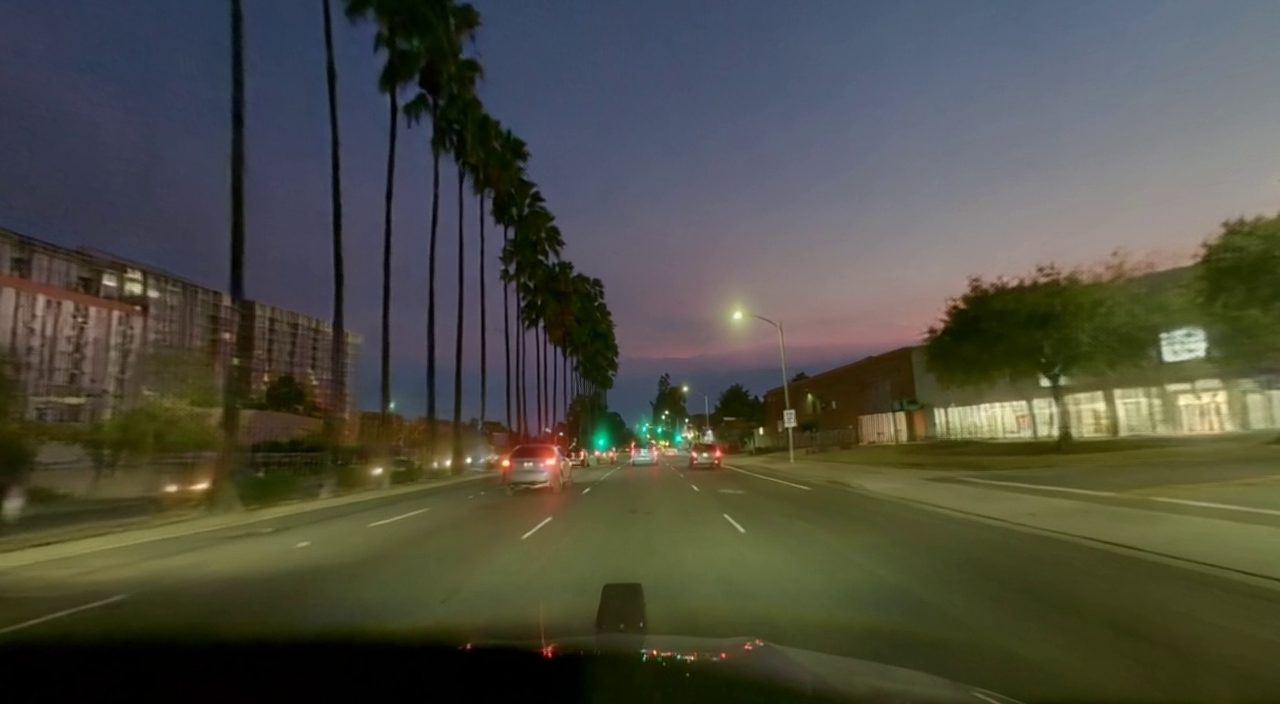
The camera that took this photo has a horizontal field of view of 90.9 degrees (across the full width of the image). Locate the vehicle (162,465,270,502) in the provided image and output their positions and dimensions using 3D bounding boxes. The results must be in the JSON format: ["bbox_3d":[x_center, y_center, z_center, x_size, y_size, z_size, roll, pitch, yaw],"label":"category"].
[{"bbox_3d":[-20.365,6.293,30.588,1.853,1.455,4.781,-1,-8,1],"label":"vehicle"}]

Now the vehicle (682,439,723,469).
[{"bbox_3d":[3.939,6.489,40.468,2.108,1.785,4.334,0,-8,-1],"label":"vehicle"}]

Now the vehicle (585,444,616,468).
[{"bbox_3d":[-2.933,7.827,47.764,2.168,1.719,4.283,0,-8,-1],"label":"vehicle"}]

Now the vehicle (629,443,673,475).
[{"bbox_3d":[0.541,5.472,32.497,2.147,1.507,3.953,-1,-8,0],"label":"vehicle"}]

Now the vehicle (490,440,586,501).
[{"bbox_3d":[-2.761,3.315,18.091,1.908,1.505,4.369,-1,-8,2],"label":"vehicle"}]

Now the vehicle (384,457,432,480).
[{"bbox_3d":[-17.154,8.623,46.895,1.870,1.511,4.358,-1,-8,1],"label":"vehicle"}]
